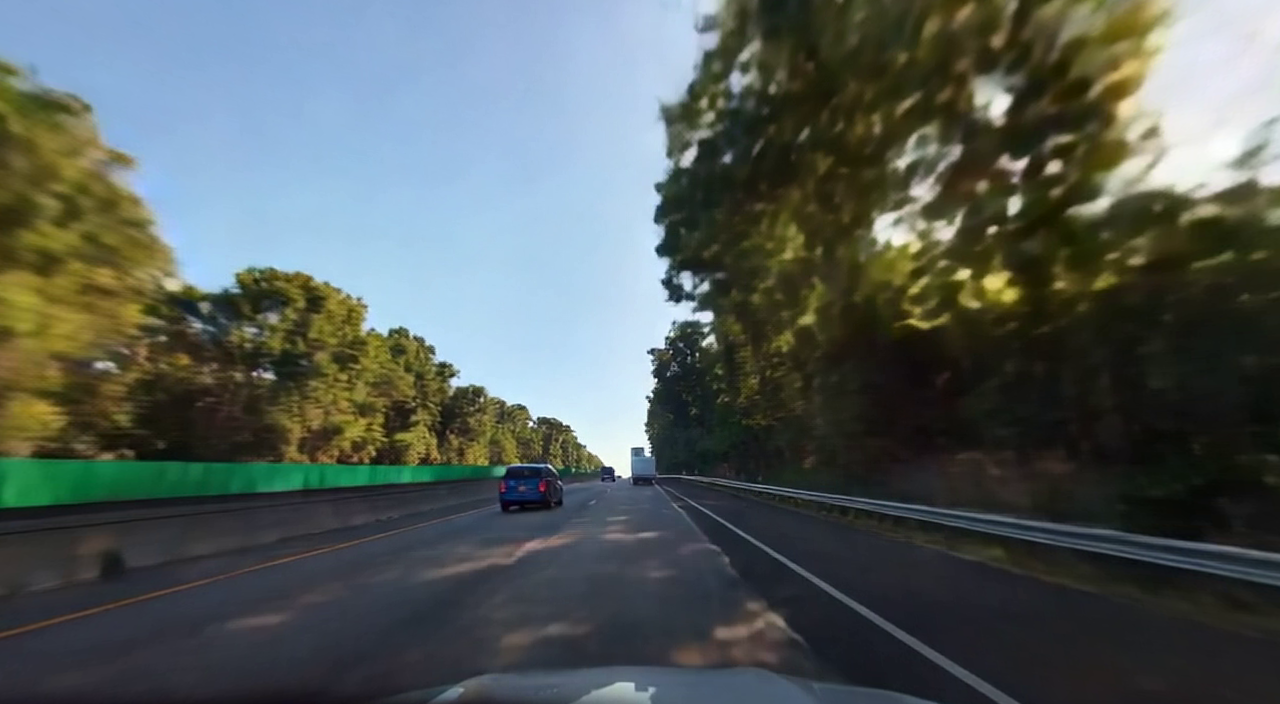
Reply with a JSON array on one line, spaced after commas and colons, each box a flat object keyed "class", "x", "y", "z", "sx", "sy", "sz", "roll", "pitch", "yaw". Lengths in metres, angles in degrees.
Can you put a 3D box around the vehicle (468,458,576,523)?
[{"class": "vehicle", "x": -3.034, "y": 3.705, "z": 17.206, "sx": 2.038, "sy": 1.490, "sz": 4.391, "roll": 1, "pitch": -11, "yaw": 1}]
